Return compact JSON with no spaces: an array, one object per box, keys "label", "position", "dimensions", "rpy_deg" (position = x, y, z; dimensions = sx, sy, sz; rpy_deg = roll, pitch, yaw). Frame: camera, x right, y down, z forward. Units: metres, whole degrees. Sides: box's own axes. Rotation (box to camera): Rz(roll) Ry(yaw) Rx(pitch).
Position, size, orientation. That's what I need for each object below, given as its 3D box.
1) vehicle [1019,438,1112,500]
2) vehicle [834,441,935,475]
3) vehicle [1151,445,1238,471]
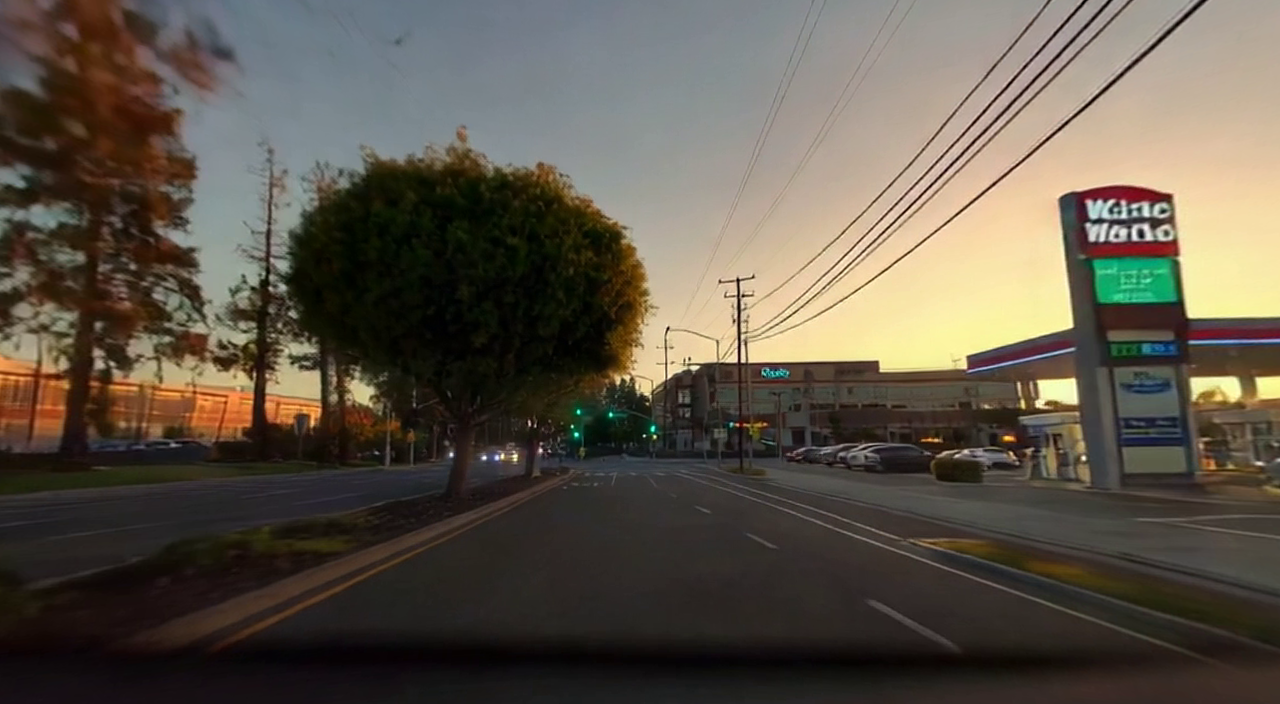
[{"label":"vehicle","position":[14.391,3.971,21.654],"dimensions":[2.086,1.845,4.694],"rpy_deg":[-5,-11,28]},{"label":"vehicle","position":[14.110,6.151,36.712],"dimensions":[4.996,1.720,2.027],"rpy_deg":[1,-9,2]},{"label":"vehicle","position":[41.268,7.903,47.114],"dimensions":[4.406,1.781,2.092],"rpy_deg":[0,-10,1]}]
